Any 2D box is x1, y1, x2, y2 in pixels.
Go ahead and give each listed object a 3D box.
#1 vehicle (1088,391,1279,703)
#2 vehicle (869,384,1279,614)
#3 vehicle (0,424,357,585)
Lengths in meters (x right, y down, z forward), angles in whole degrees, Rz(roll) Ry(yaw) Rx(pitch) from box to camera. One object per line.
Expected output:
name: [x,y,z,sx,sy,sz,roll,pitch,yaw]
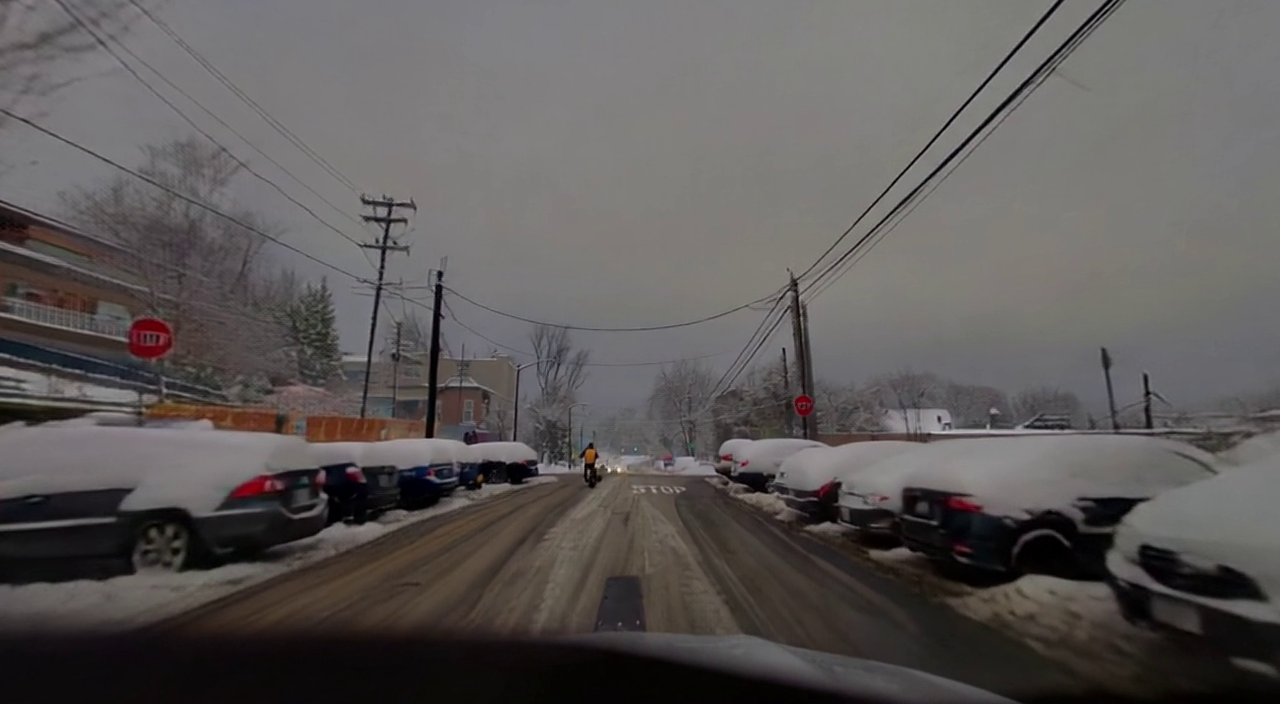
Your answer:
vehicle: [4.907,0.994,2.938,4.104,1.603,1.968,0,-8,-1]
vehicle: [4.518,1.358,5.692,4.100,1.546,2.092,3,-14,0]
vehicle: [-6.116,1.578,6.926,5.099,1.491,1.868,0,-8,-1]
